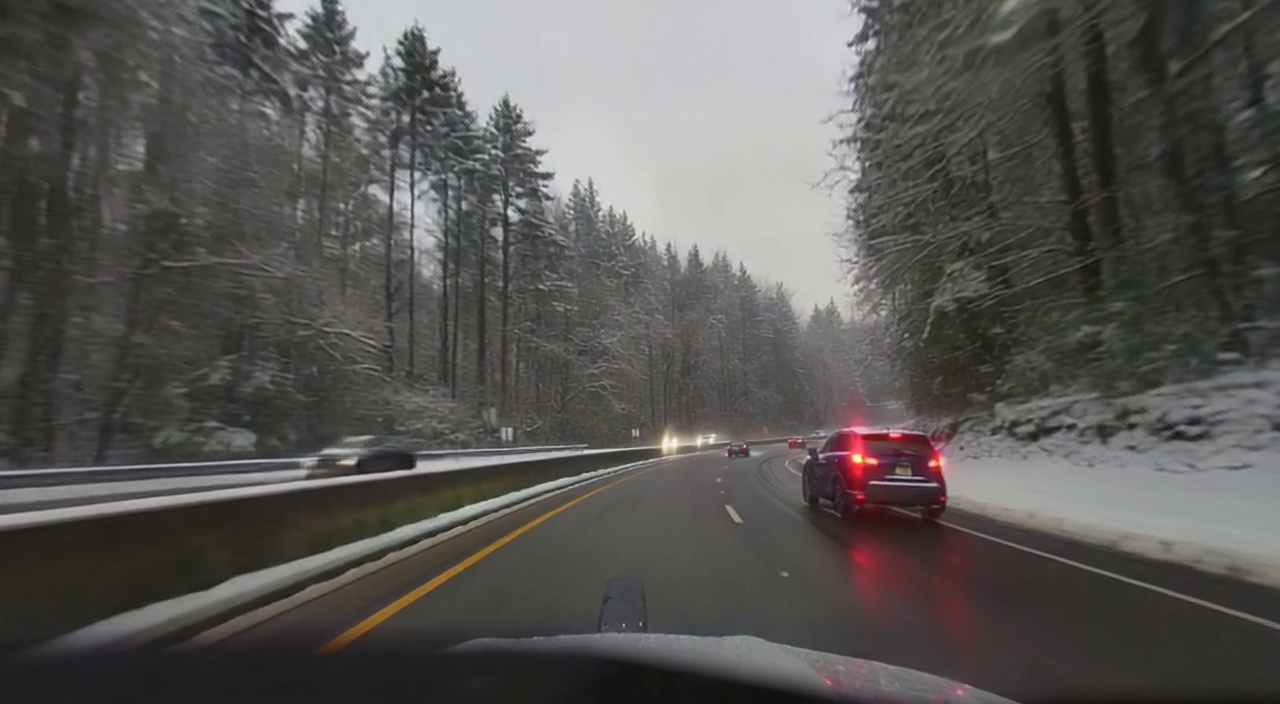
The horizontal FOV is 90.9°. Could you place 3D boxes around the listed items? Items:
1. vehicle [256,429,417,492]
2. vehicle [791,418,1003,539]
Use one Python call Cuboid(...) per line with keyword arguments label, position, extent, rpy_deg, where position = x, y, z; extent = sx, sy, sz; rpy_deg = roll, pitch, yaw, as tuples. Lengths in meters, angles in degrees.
Cuboid(label="vehicle", position=(-8.089, 2.942, 17.381), extent=(1.931, 1.492, 4.374), rpy_deg=(-1, -9, 6))
Cuboid(label="vehicle", position=(4.228, 2.144, 11.325), extent=(2.112, 1.708, 4.380), rpy_deg=(0, -8, 3))
